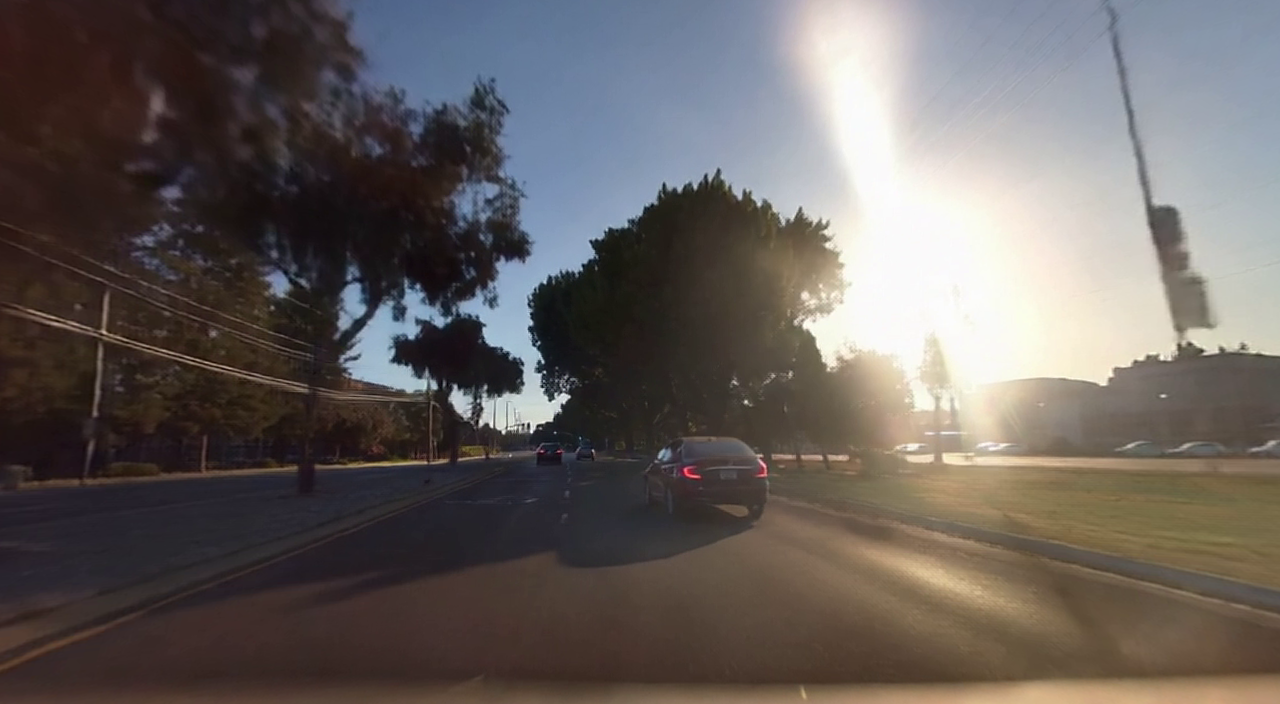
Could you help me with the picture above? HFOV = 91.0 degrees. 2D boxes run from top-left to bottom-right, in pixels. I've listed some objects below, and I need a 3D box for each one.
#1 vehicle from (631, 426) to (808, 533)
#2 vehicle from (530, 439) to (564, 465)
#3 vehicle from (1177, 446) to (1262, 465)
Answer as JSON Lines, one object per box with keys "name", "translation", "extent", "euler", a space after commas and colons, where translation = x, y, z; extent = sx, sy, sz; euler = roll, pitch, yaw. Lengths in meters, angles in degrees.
{"name": "vehicle", "translation": [1.204, 2.325, 12.168], "extent": [2.235, 1.597, 4.918], "euler": [1, -9, -7]}
{"name": "vehicle", "translation": [-6.481, 7.042, 44.443], "extent": [2.189, 1.776, 4.342], "euler": [1, -9, -6]}
{"name": "vehicle", "translation": [43.345, 7.729, 47.205], "extent": [1.733, 1.399, 4.510], "euler": [1, -9, -7]}
